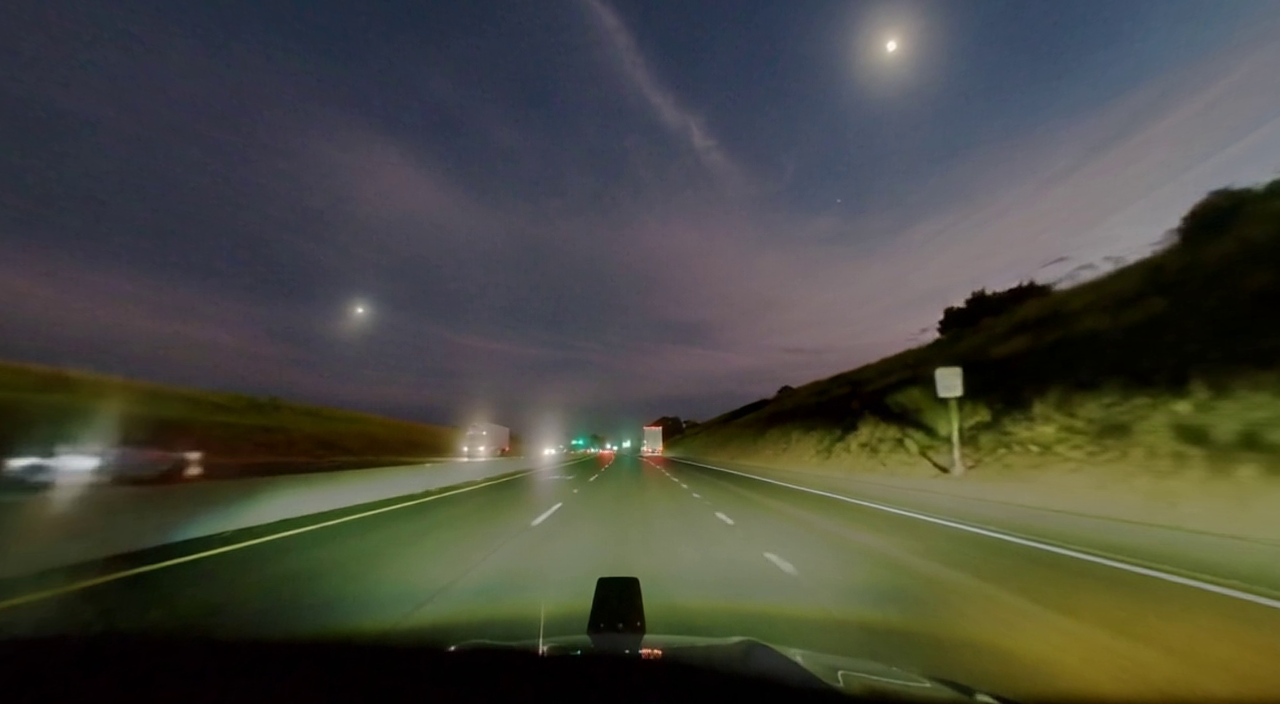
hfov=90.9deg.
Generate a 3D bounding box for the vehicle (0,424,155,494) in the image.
[{"bbox_3d":[-14.941,2.645,15.741,2.138,1.490,4.344,0,-9,0],"label":"vehicle"}]
